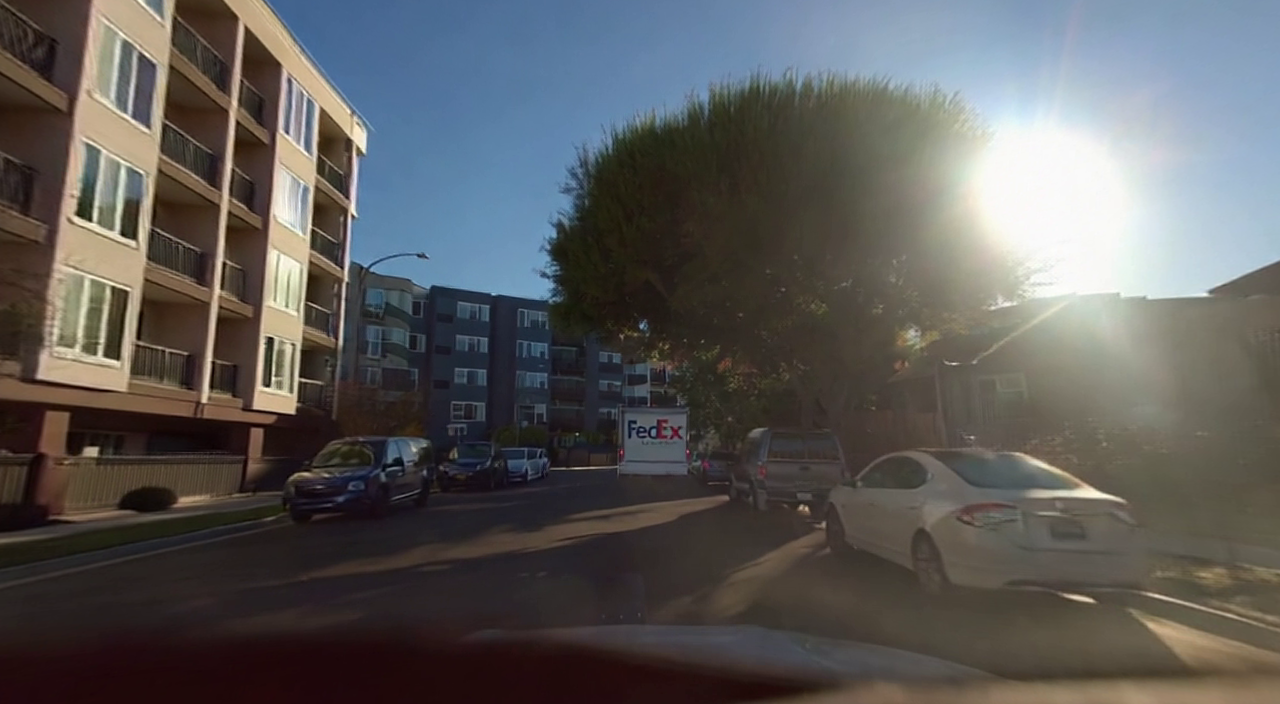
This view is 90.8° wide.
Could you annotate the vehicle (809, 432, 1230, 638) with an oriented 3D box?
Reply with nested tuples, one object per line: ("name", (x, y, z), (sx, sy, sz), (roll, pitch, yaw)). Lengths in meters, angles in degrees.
("vehicle", (3.400, 1.682, 6.930), (1.877, 1.500, 4.407), (0, -8, 0))

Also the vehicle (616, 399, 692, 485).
("vehicle", (0.441, 4.087, 28.585), (2.930, 3.275, 8.180), (0, -8, -2))

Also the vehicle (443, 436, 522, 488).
("vehicle", (-6.079, 4.297, 25.063), (2.020, 1.867, 4.654), (0, -8, -1))

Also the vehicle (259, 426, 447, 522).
("vehicle", (-5.971, 2.584, 13.882), (2.089, 1.757, 4.256), (0, -8, 0))

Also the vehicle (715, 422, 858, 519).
("vehicle", (3.374, 2.870, 15.949), (2.221, 1.991, 5.564), (0, -8, -1))

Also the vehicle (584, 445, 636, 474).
("vehicle", (-1.653, 6.122, 36.270), (1.981, 1.500, 3.992), (-2, -9, 13))
